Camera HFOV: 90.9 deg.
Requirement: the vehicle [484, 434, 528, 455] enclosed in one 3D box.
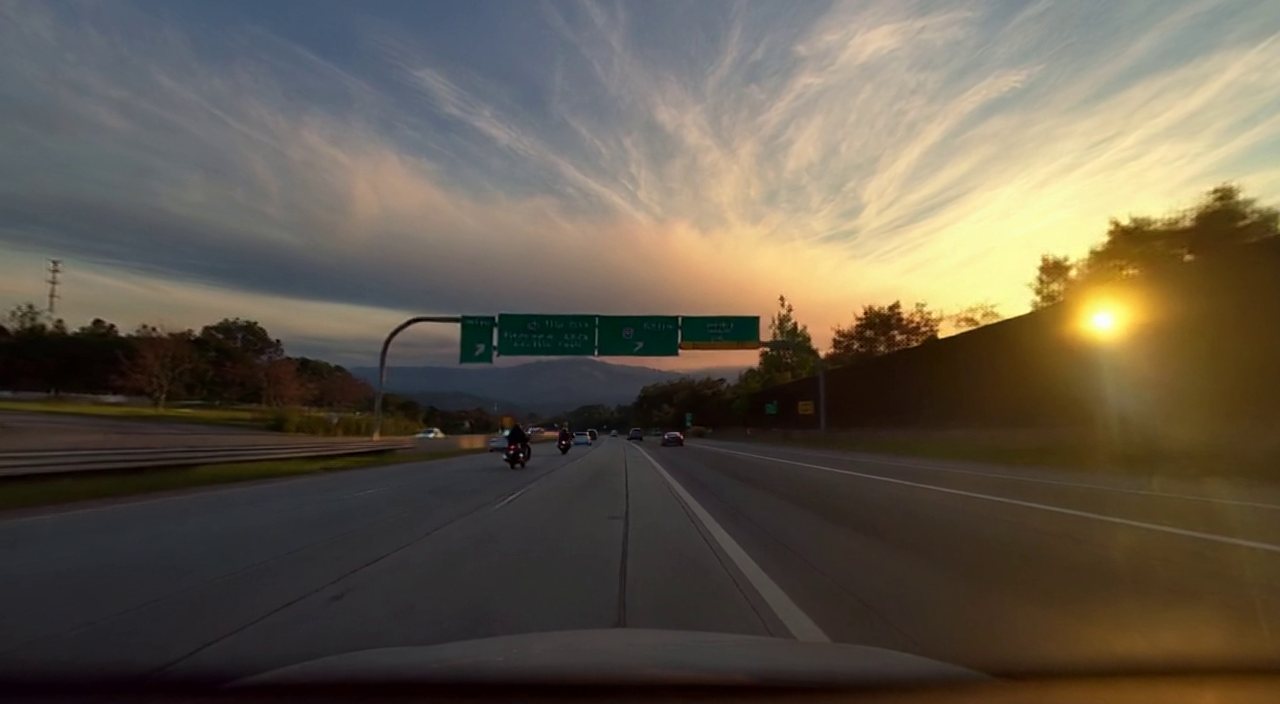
[{"bbox_3d":[-9.291,6.441,43.999,2.053,1.409,4.704,0,-8,0],"label":"vehicle"}]
